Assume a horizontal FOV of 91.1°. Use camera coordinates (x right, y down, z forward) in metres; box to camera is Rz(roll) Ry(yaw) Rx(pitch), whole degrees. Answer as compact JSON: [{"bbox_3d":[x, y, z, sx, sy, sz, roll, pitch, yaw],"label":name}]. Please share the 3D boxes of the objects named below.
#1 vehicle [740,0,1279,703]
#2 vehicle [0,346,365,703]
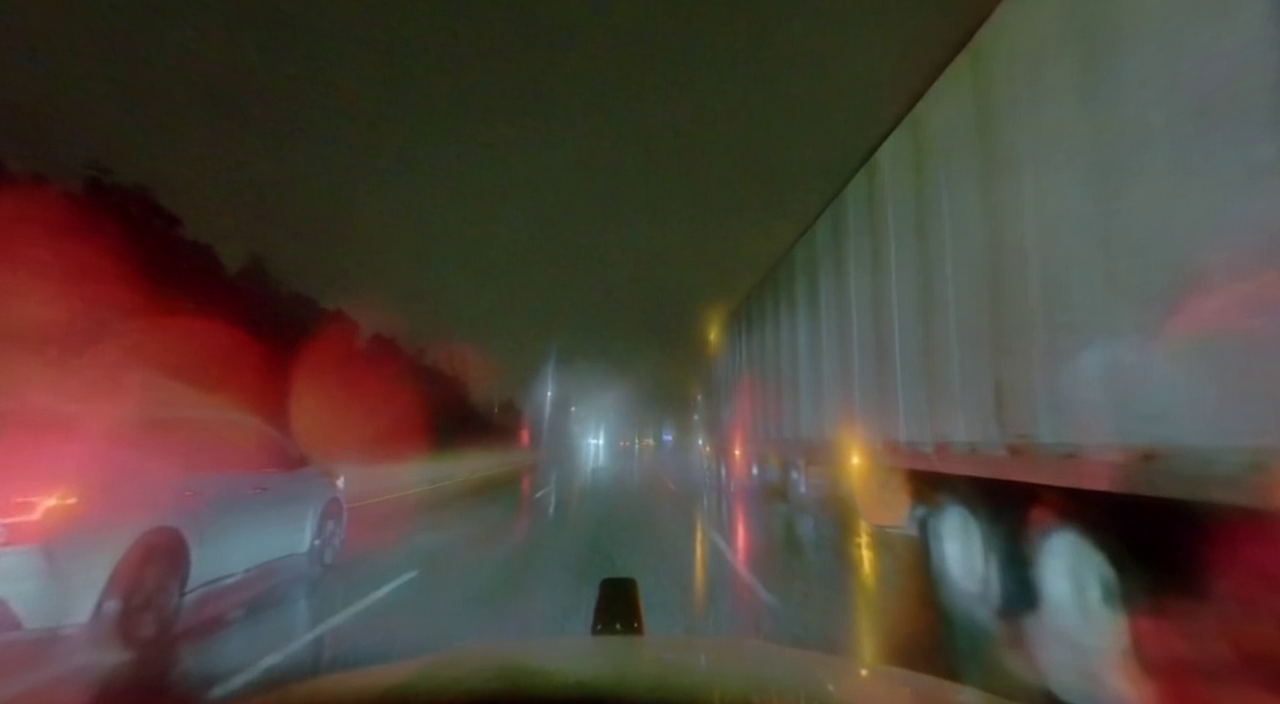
[{"bbox_3d":[3.839,0.309,8.439,2.850,3.894,13.987,0,-7,1],"label":"vehicle"},{"bbox_3d":[-3.653,0.988,3.794,2.063,1.661,4.439,0,-8,-2],"label":"vehicle"}]
